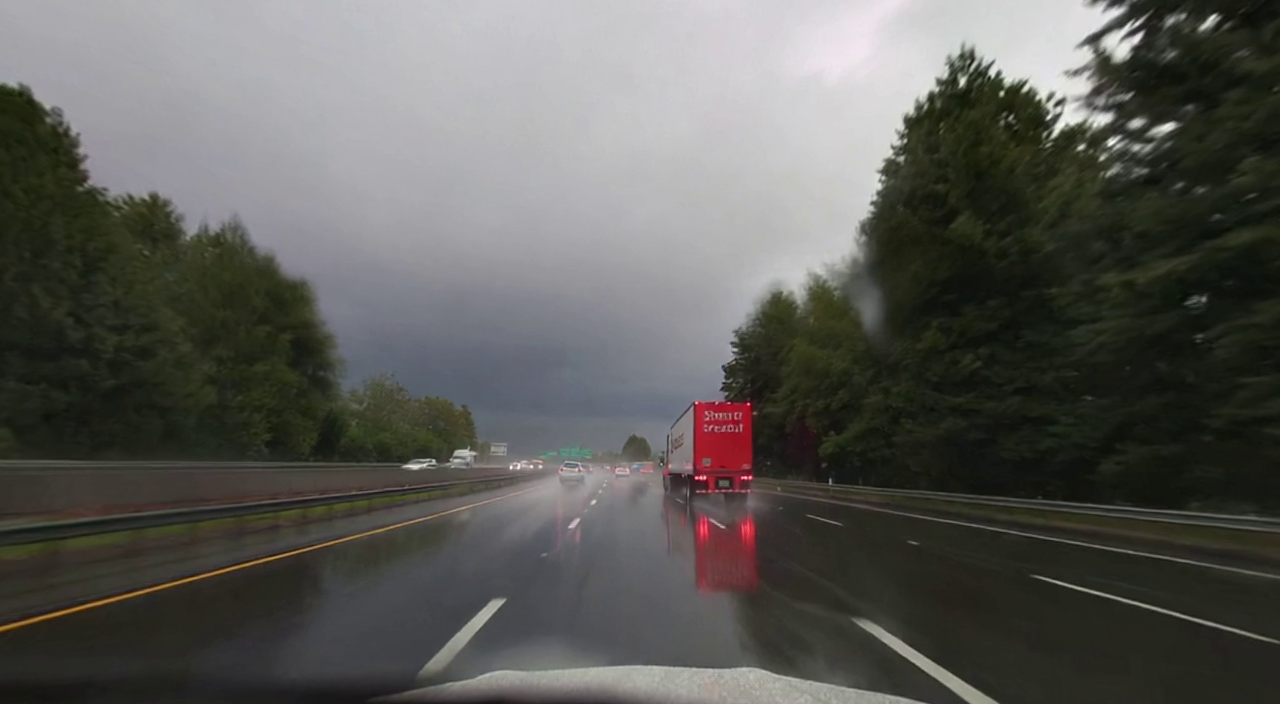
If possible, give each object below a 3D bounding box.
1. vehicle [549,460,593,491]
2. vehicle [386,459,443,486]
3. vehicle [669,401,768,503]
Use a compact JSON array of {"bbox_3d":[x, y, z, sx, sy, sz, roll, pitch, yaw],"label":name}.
[{"bbox_3d":[-4.052,7.351,37.715,2.155,1.667,4.615,1,-10,-1],"label":"vehicle"},{"bbox_3d":[-13.274,7.139,37.335,1.822,1.472,4.364,1,-10,-1],"label":"vehicle"},{"bbox_3d":[3.652,5.510,33.883,2.992,4.300,13.967,1,-10,-2],"label":"vehicle"}]
